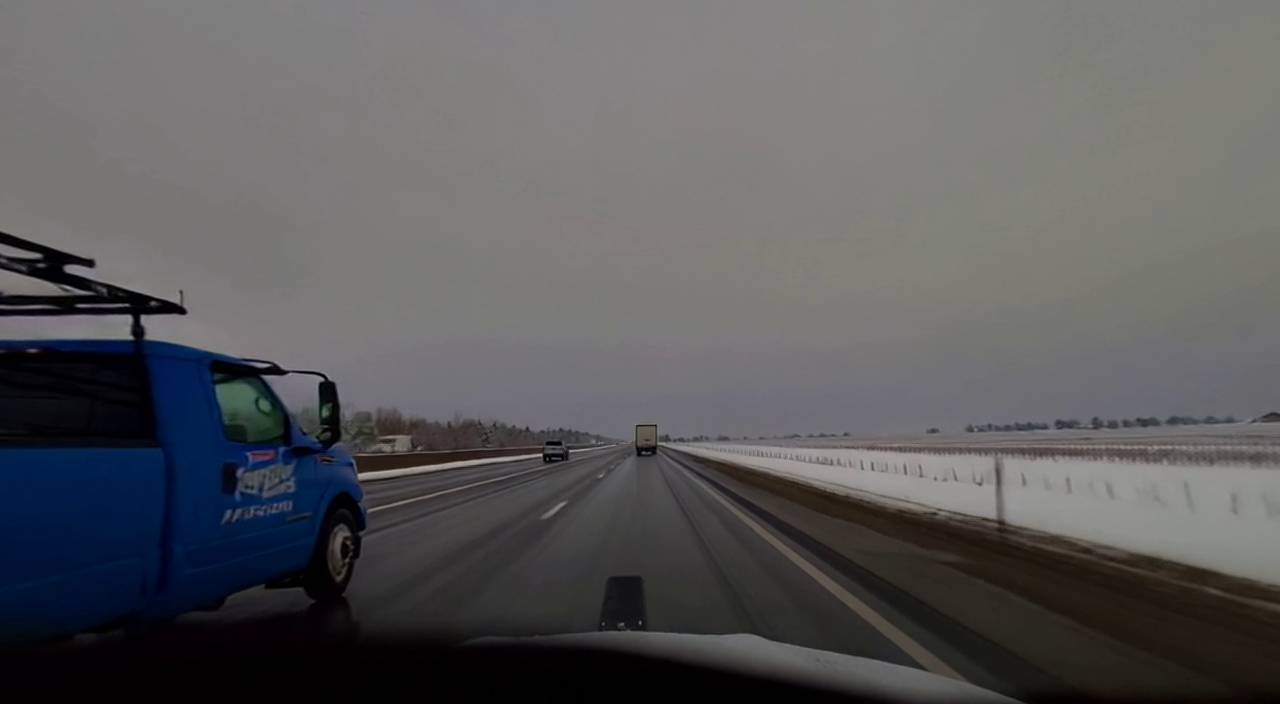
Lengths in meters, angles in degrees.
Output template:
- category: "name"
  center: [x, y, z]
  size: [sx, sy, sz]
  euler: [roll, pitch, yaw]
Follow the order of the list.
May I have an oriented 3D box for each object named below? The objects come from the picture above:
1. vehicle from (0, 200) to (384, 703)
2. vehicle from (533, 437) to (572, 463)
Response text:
- category: "vehicle"
  center: [-3.786, 0.613, 2.362]
  size: [2.791, 2.330, 6.725]
  euler: [0, -8, 0]
- category: "vehicle"
  center: [-6.769, 7.629, 49.258]
  size: [2.193, 1.866, 4.807]
  euler: [0, -8, 1]
